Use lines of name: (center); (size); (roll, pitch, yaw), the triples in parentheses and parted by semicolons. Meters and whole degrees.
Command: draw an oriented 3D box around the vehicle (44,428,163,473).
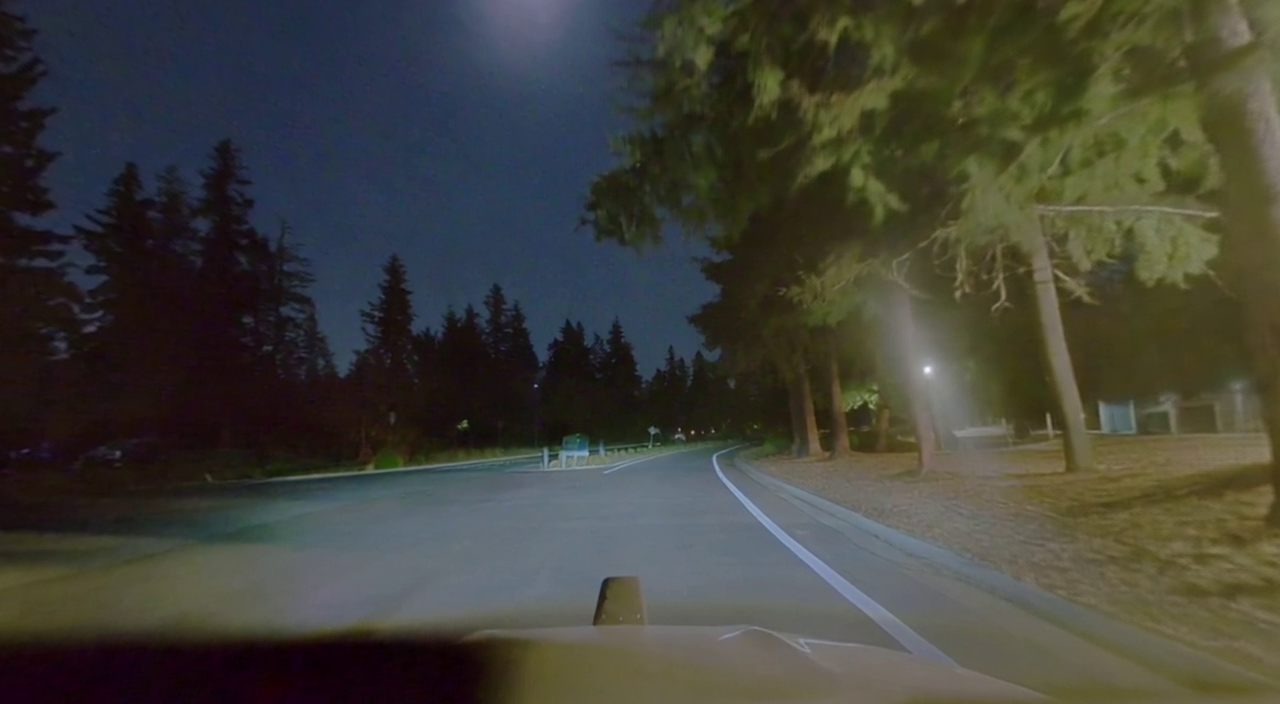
vehicle: (-28.285, 5.188, 33.376); (4.733, 1.892, 1.939); (-4, -4, 2)

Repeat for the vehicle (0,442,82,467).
vehicle: (-39.628, 6.724, 41.510); (4.258, 1.584, 1.843); (-1, -9, 5)
